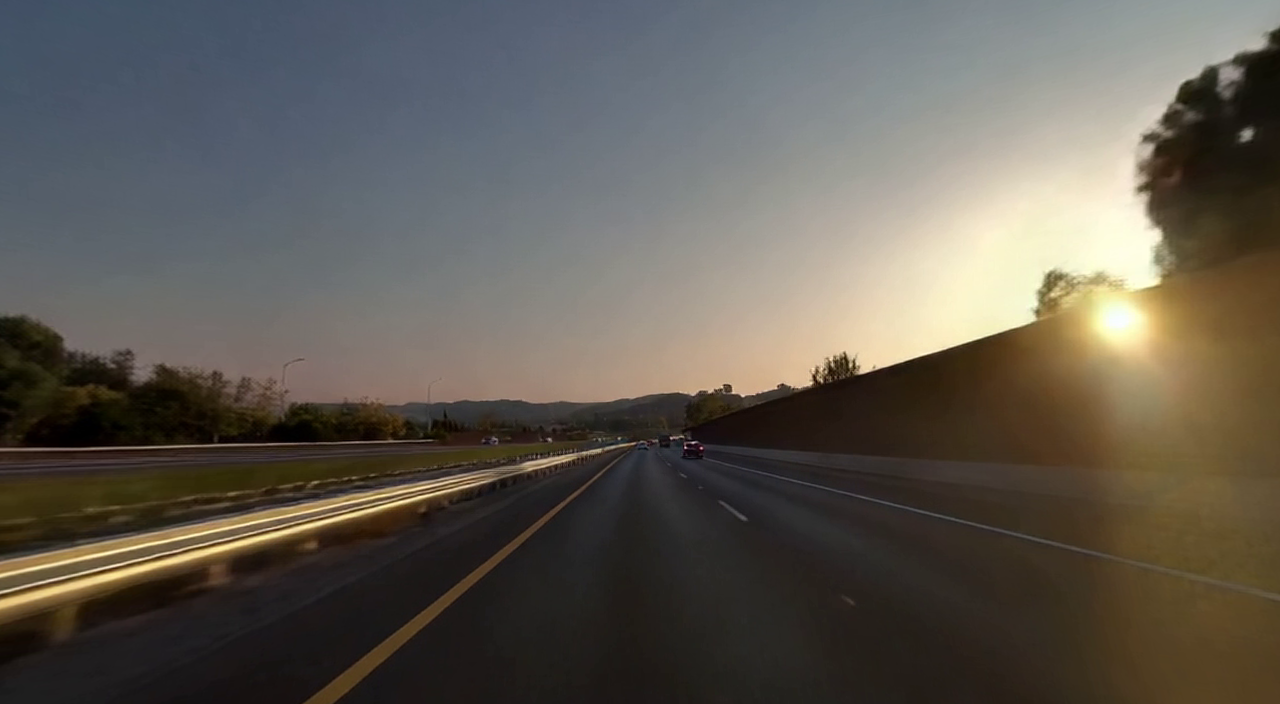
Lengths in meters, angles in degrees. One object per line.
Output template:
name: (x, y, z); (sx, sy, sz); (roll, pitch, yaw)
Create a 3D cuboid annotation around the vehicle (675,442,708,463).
vehicle: (3.817, 7.547, 47.305); (2.044, 1.527, 4.658); (0, -8, 0)
